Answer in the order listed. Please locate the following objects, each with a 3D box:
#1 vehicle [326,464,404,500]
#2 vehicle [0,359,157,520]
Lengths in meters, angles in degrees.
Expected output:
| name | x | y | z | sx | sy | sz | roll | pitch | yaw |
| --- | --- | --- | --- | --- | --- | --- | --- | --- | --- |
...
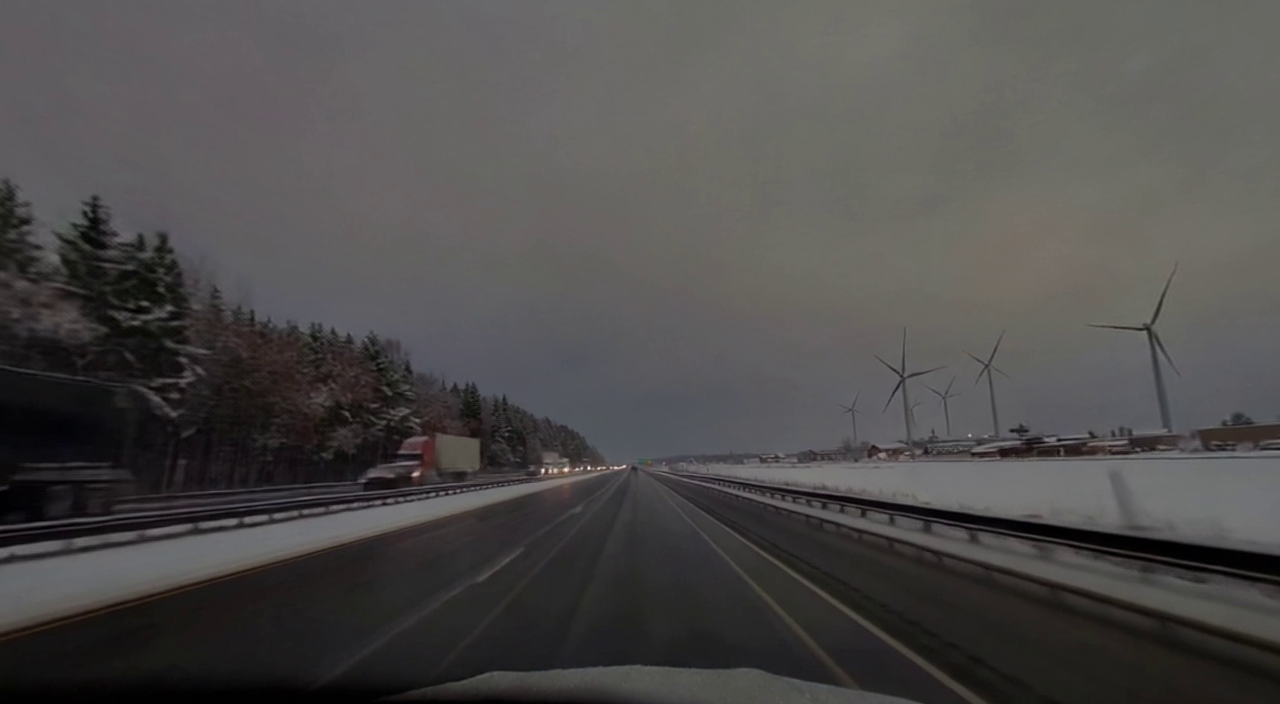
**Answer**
| name | x | y | z | sx | sy | sz | roll | pitch | yaw |
| --- | --- | --- | --- | --- | --- | --- | --- | --- | --- |
| vehicle | -12.430 | 5.888 | 28.737 | 1.734 | 1.516 | 4.031 | 1 | -10 | 0 |
| vehicle | -16.710 | 1.643 | 12.713 | 2.814 | 3.790 | 14.222 | 1 | -10 | -1 |
